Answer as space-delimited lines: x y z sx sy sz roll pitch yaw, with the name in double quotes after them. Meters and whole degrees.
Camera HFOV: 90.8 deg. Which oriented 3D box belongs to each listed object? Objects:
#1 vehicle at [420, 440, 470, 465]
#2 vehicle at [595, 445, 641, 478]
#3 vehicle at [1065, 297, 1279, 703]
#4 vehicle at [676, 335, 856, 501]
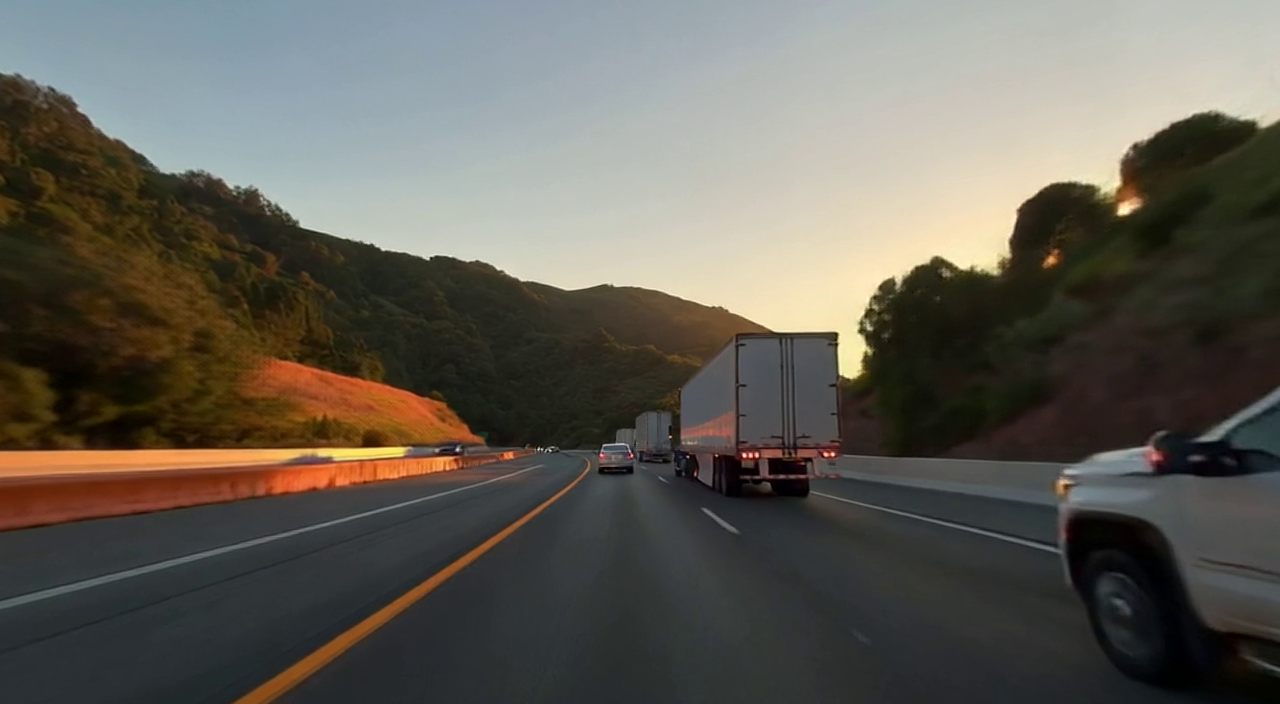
-12.065 6.246 39.297 1.882 1.490 4.346 0 -9 -2 "vehicle"
-1.050 5.134 29.717 2.029 1.437 3.794 0 -9 -3 "vehicle"
3.870 0.543 1.476 2.034 1.968 5.221 0 -9 0 "vehicle"
3.499 2.730 22.849 2.911 4.099 14.578 0 -9 -3 "vehicle"
